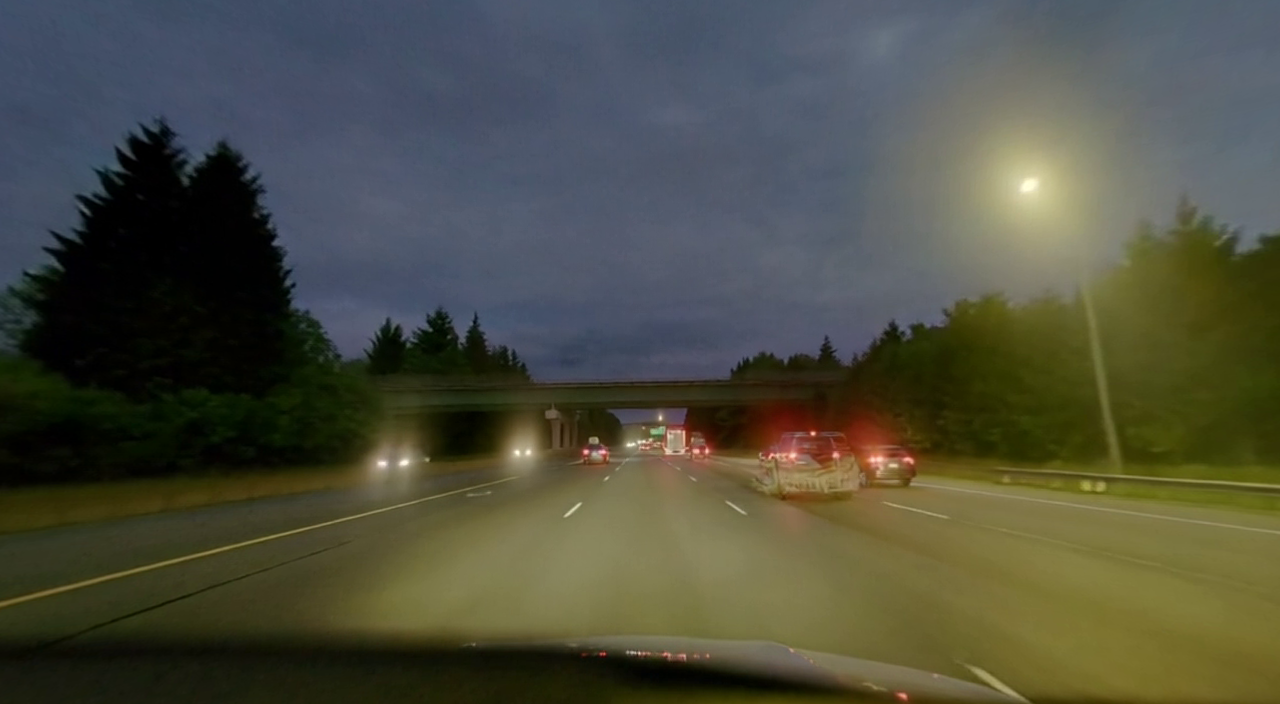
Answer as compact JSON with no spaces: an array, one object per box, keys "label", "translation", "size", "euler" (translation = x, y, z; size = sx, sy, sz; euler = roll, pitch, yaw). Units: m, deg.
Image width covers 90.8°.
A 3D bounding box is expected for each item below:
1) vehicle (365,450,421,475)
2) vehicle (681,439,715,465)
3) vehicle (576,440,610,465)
[{"label":"vehicle","translation":[-15.504,6.947,39.838],"size":[1.816,1.468,4.091],"euler":[0,-9,0]},{"label":"vehicle","translation":[4.487,7.852,49.660],"size":[2.100,1.889,4.969],"euler":[0,-9,-1]},{"label":"vehicle","translation":[-3.489,7.612,47.722],"size":[2.238,1.792,4.518],"euler":[0,-9,0]}]
